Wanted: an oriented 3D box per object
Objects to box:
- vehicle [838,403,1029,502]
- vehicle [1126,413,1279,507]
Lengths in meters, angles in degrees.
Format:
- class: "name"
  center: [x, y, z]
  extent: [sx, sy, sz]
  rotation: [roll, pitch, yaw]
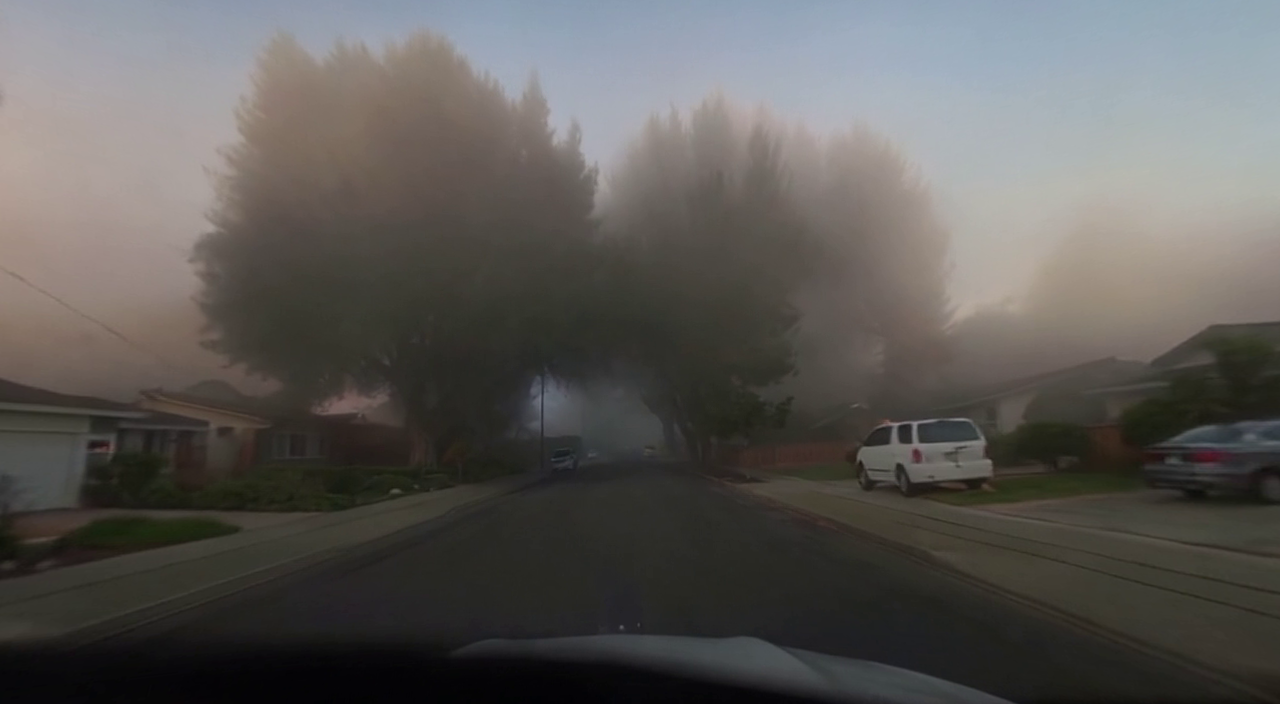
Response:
- class: "vehicle"
  center: [6.966, 2.487, 15.794]
  extent: [2.233, 1.923, 4.848]
  rotation: [-4, -9, -1]
- class: "vehicle"
  center: [11.594, 1.888, 11.224]
  extent: [4.300, 1.490, 1.916]
  rotation: [0, -9, -1]
